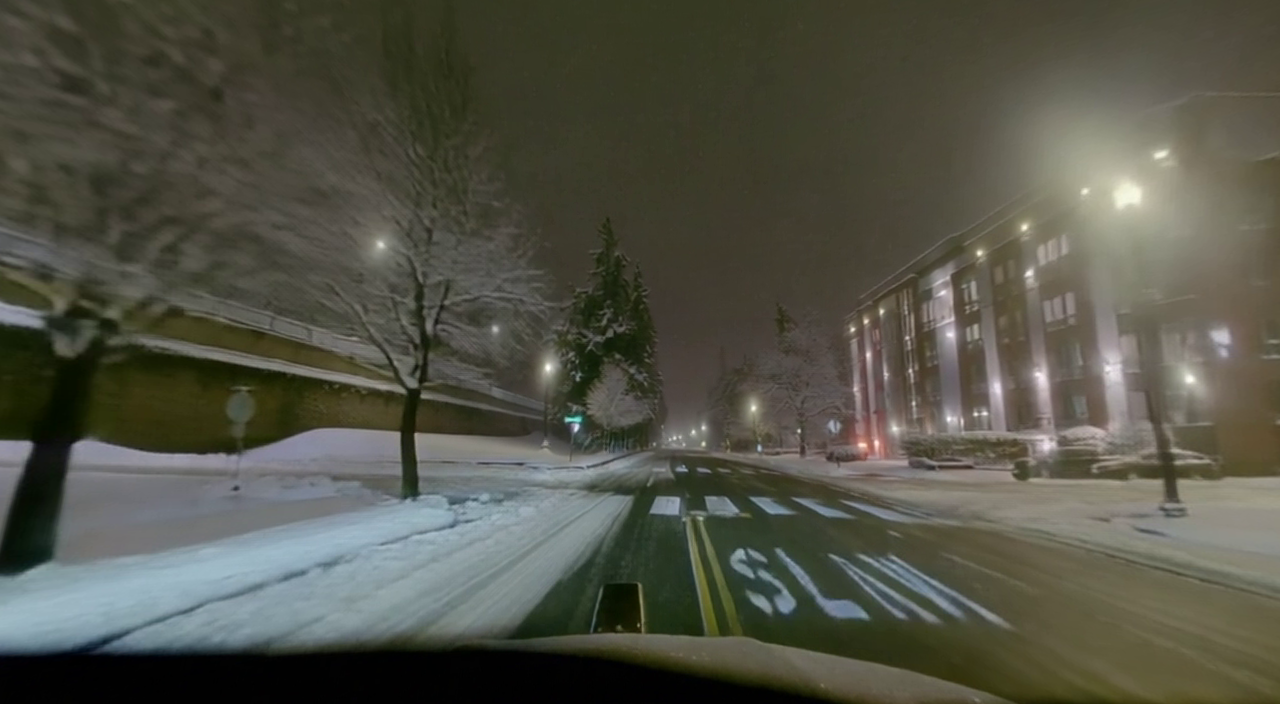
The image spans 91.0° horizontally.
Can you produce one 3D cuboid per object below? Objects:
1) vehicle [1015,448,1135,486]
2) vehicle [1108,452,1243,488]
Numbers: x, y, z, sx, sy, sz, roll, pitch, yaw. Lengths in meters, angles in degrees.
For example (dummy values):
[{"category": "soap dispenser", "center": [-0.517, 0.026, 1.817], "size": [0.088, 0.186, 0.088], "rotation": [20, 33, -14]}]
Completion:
[{"category": "vehicle", "center": [21.161, 5.537, 30.771], "size": [2.066, 1.654, 4.269], "rotation": [7, -10, -36]}, {"category": "vehicle", "center": [25.116, 5.487, 29.674], "size": [1.842, 1.508, 4.412], "rotation": [7, -10, -36]}]
